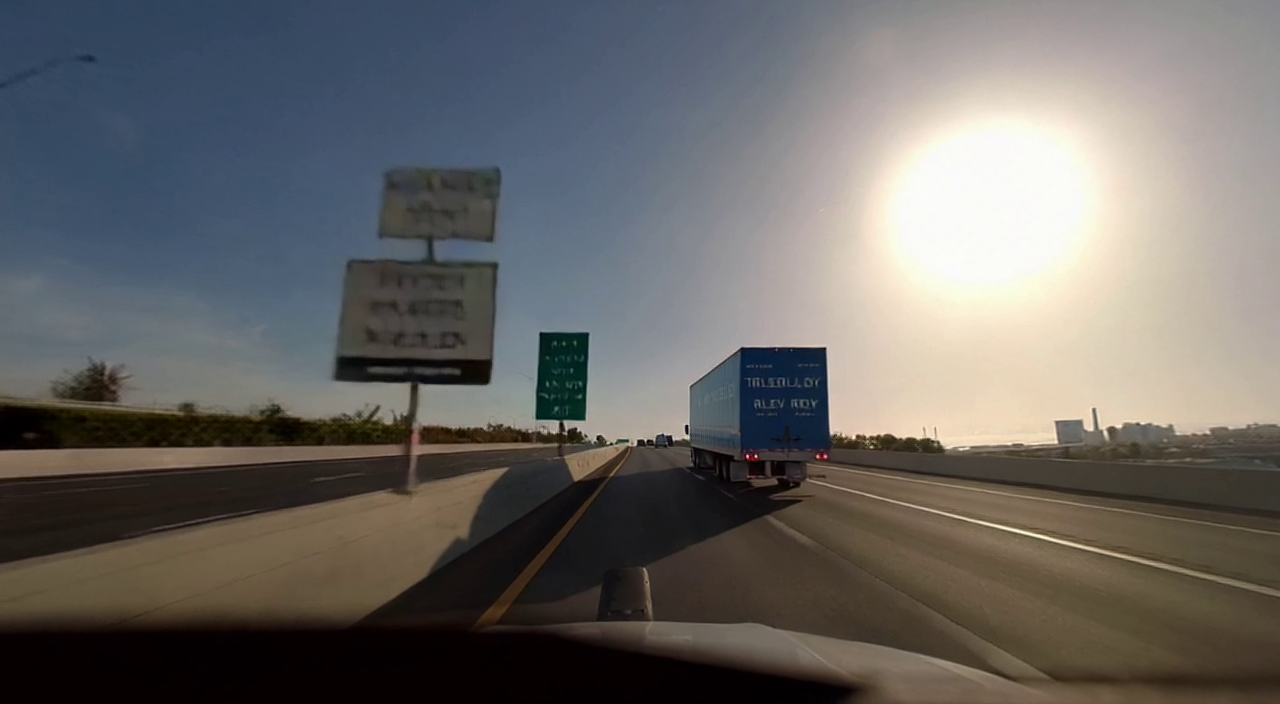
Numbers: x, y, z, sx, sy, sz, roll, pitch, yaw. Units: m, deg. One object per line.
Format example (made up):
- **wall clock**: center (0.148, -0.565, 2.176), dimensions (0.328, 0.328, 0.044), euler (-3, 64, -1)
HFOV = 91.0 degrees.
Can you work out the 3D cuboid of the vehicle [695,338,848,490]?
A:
- **vehicle**: center (4.117, 2.651, 23.975), dimensions (3.006, 4.093, 14.142), euler (0, -8, 1)
